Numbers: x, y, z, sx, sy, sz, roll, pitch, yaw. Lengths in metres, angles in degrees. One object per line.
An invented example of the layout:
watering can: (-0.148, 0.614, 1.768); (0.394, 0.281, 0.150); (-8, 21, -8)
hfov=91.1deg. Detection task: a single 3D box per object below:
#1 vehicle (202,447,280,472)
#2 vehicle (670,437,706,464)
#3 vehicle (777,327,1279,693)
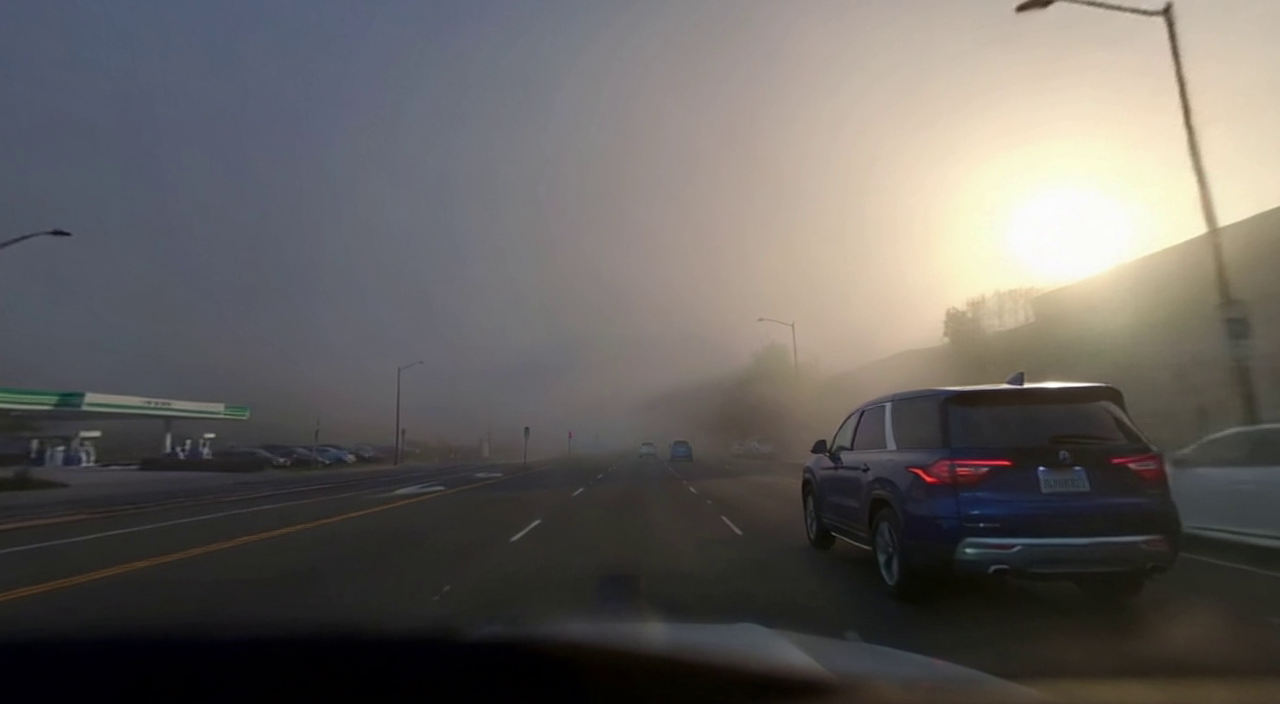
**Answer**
vehicle: (-26.105, 7.053, 41.151); (3.765, 1.559, 1.915); (0, -8, 1)
vehicle: (3.454, 7.176, 46.058); (2.317, 1.857, 5.150); (0, -8, 1)
vehicle: (2.917, 1.178, 5.824); (2.246, 1.963, 4.777); (0, -8, 1)
